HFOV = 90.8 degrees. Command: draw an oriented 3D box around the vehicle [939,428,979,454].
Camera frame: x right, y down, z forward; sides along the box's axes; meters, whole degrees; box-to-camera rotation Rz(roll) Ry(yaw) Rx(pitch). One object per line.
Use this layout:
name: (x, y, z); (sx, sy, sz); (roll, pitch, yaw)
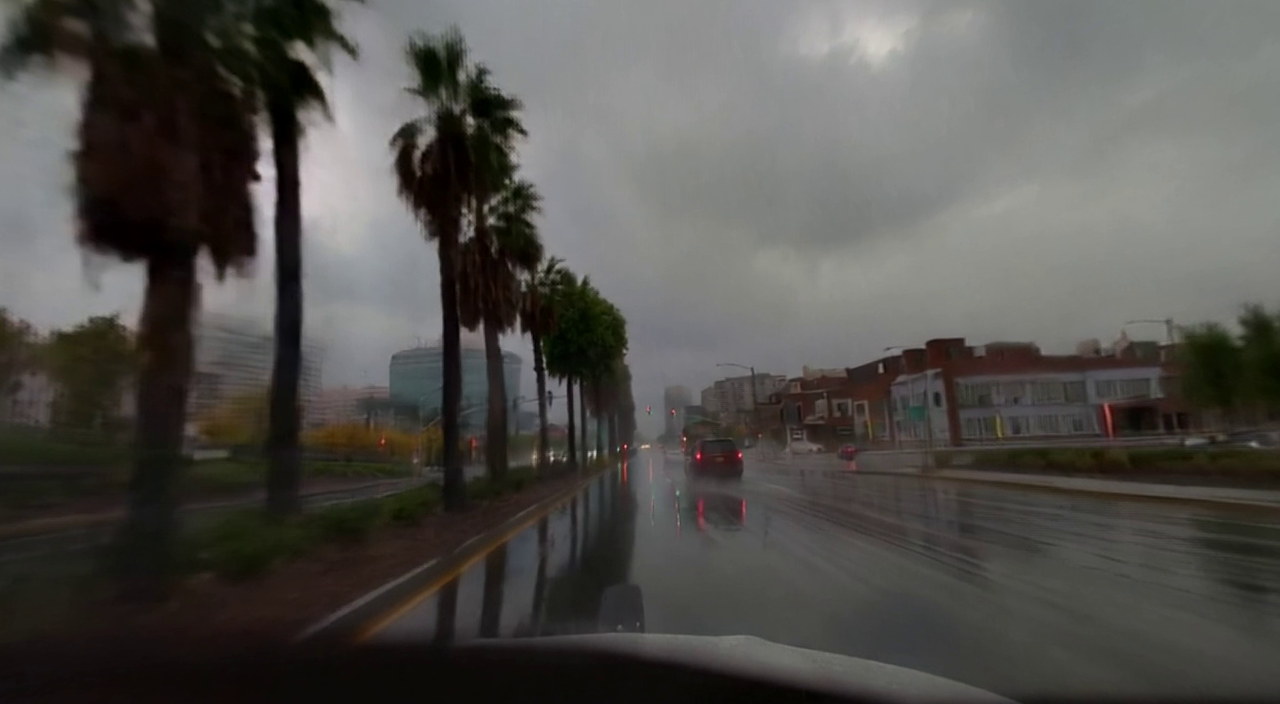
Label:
vehicle: (23.416, 6.599, 46.306); (1.974, 1.755, 4.836); (-6, -11, 32)

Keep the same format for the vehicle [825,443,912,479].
vehicle: (10.130, 4.859, 28.503); (1.989, 1.472, 5.054); (0, -9, 0)

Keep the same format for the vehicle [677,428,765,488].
vehicle: (2.912, 4.027, 24.232); (2.559, 2.017, 5.562); (0, -9, 0)
